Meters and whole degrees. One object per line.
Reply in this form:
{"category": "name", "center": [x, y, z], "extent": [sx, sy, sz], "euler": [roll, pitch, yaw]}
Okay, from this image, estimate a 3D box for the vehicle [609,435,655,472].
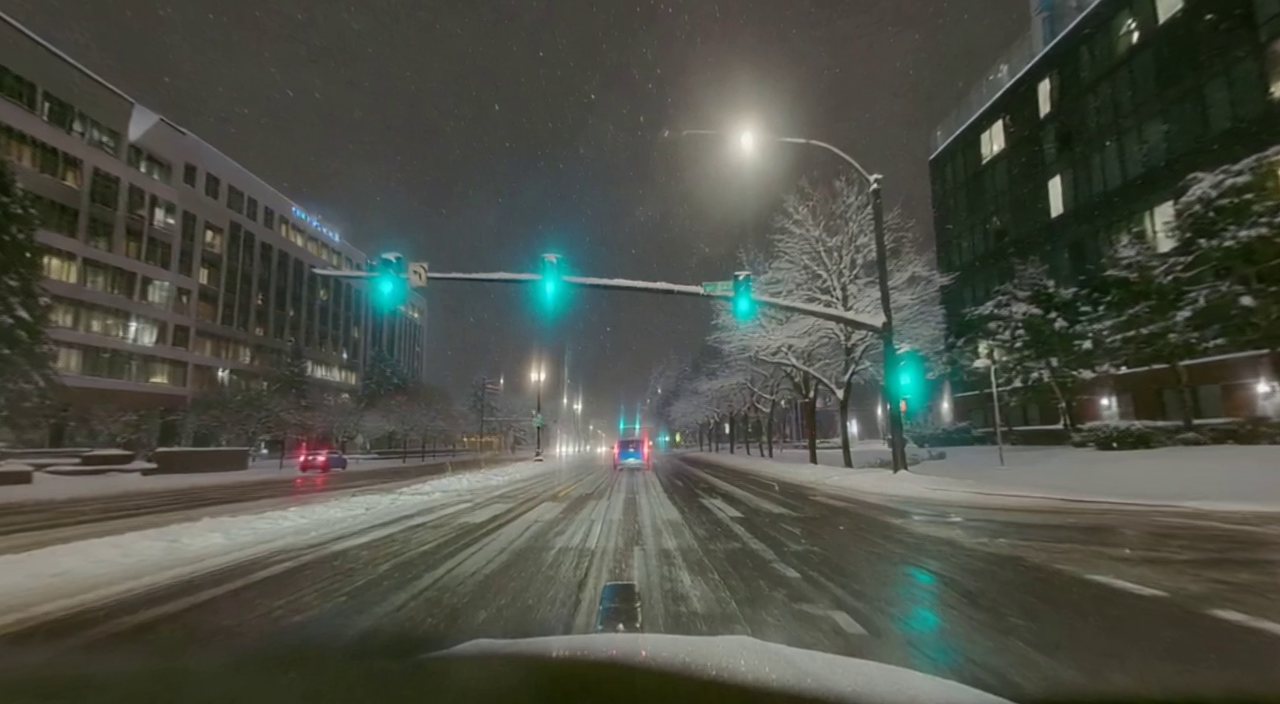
{"category": "vehicle", "center": [-0.431, 5.468, 34.164], "extent": [2.313, 1.860, 4.319], "euler": [0, -9, -1]}
